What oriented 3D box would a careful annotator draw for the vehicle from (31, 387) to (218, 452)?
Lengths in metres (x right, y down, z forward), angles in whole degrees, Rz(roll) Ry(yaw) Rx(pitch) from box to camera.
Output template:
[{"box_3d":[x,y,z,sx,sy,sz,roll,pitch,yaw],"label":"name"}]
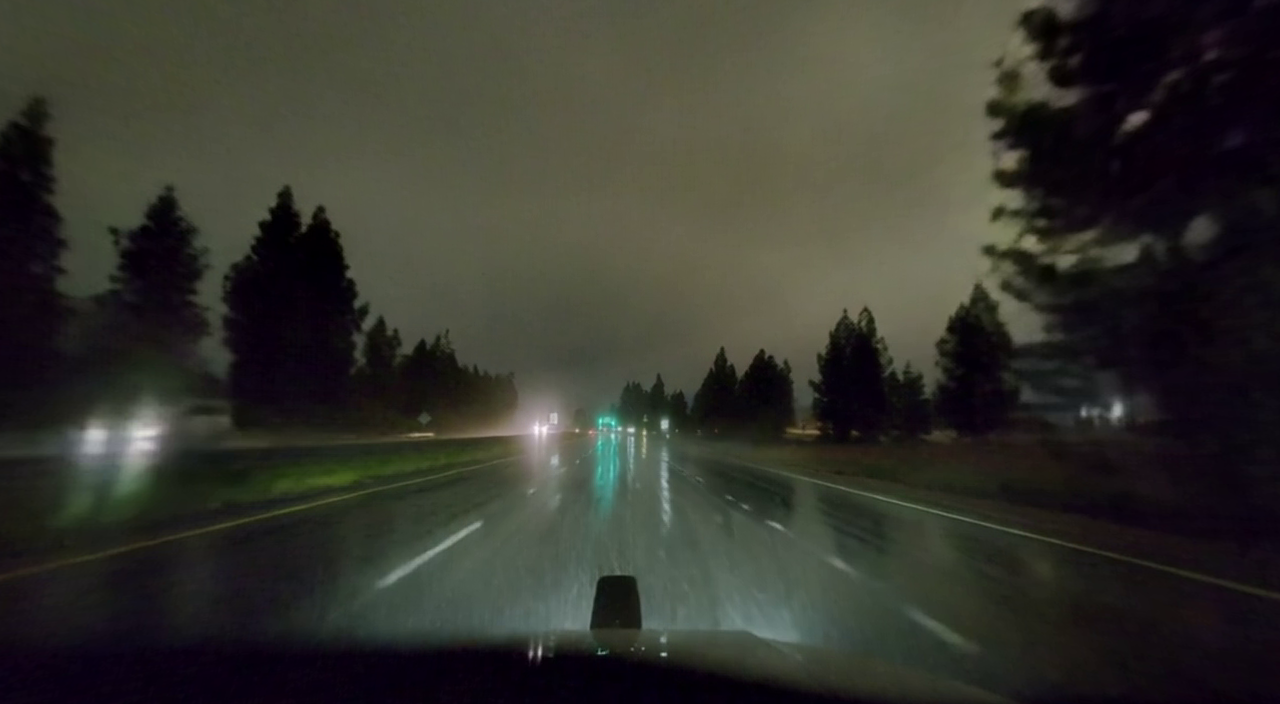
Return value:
[{"box_3d":[-17.224,2.367,21.502,2.351,1.938,4.858,0,-8,-2],"label":"vehicle"}]
